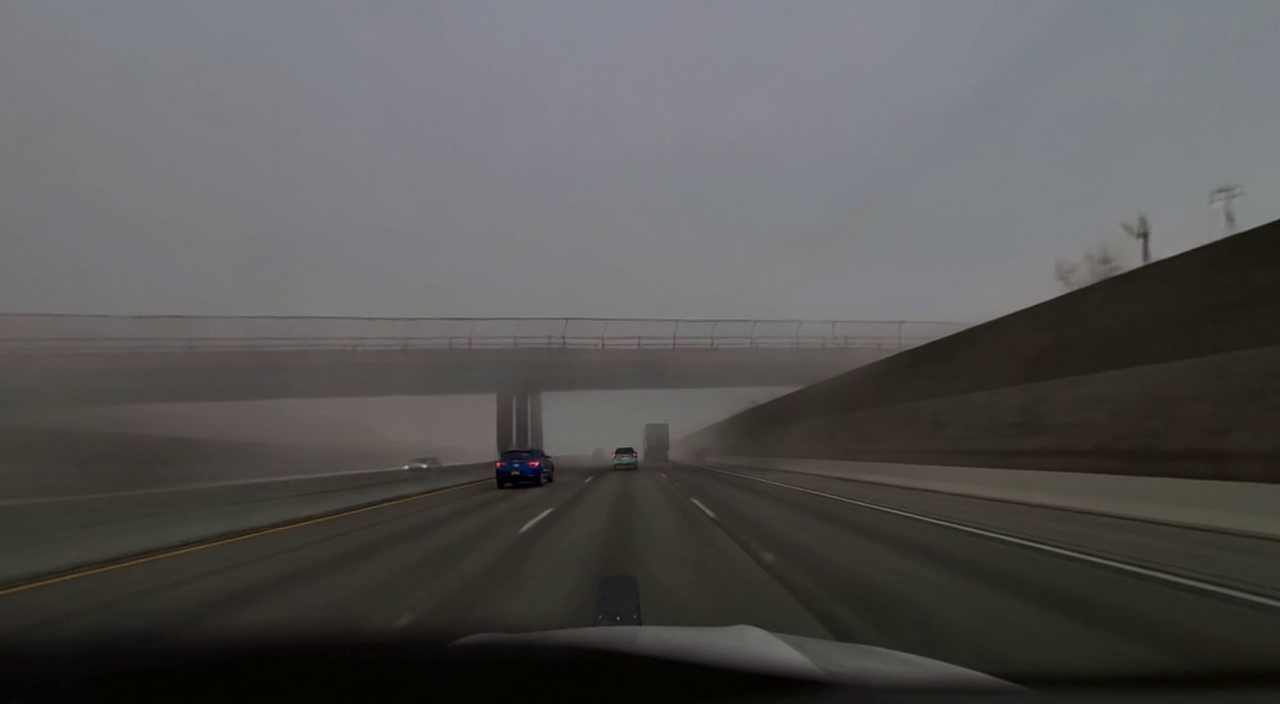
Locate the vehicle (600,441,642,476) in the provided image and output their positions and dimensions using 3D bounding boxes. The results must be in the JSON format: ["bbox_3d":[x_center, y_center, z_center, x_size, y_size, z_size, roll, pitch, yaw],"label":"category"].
[{"bbox_3d":[-0.941,5.456,32.295,2.004,1.615,4.113,0,-9,-1],"label":"vehicle"}]

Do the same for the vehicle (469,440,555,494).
[{"bbox_3d":[-4.060,3.713,20.535,1.987,1.548,3.981,0,-9,0],"label":"vehicle"}]
